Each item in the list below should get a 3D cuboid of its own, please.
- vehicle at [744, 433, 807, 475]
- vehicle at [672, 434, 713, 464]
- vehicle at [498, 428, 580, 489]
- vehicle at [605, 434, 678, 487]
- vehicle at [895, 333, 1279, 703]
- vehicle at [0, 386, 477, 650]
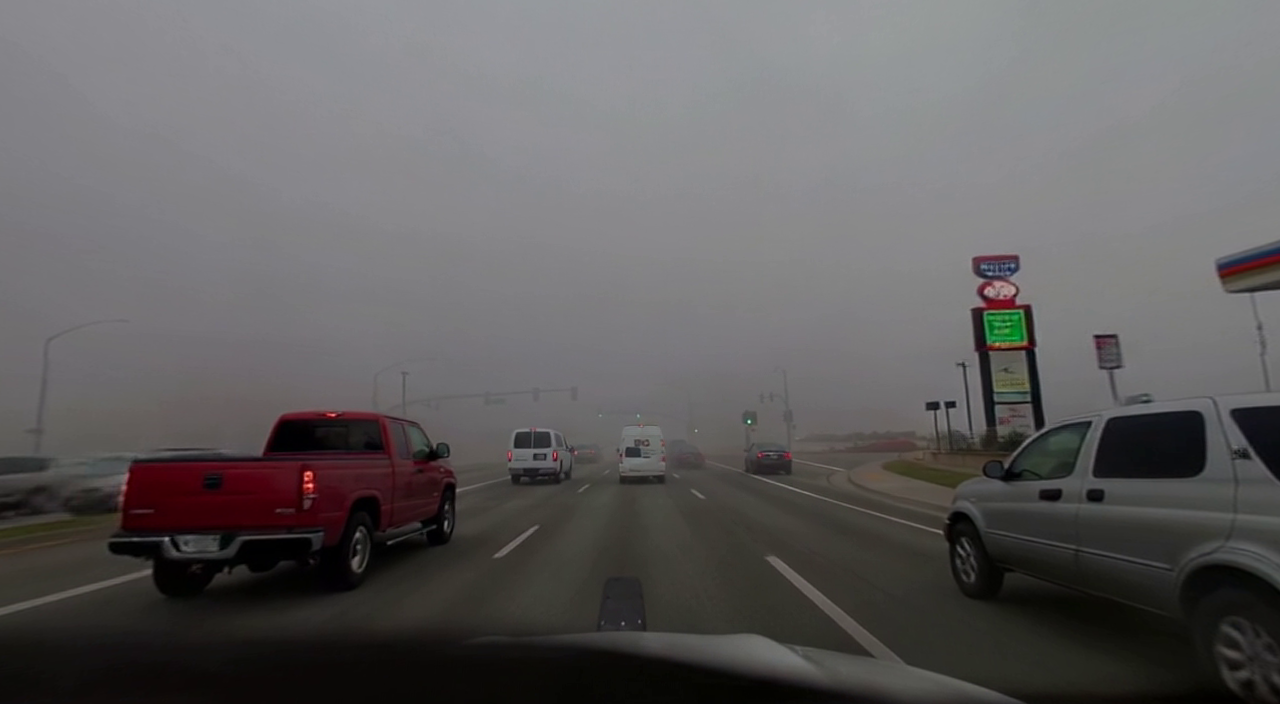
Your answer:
[{"bbox_3d":[6.012,4.594,28.487,2.119,1.696,4.623,-1,-8,4],"label":"vehicle"},{"bbox_3d":[3.316,6.311,40.817,2.193,1.795,5.130,0,-8,0],"label":"vehicle"},{"bbox_3d":[-3.469,3.769,22.630,2.025,1.936,4.995,0,-8,1],"label":"vehicle"},{"bbox_3d":[0.068,3.999,23.579,2.426,1.703,5.602,0,-8,1],"label":"vehicle"},{"bbox_3d":[3.598,1.032,3.866,2.055,1.786,4.817,0,-8,1],"label":"vehicle"},{"bbox_3d":[-3.515,1.482,6.846,2.002,1.747,5.173,0,-8,1],"label":"vehicle"}]
